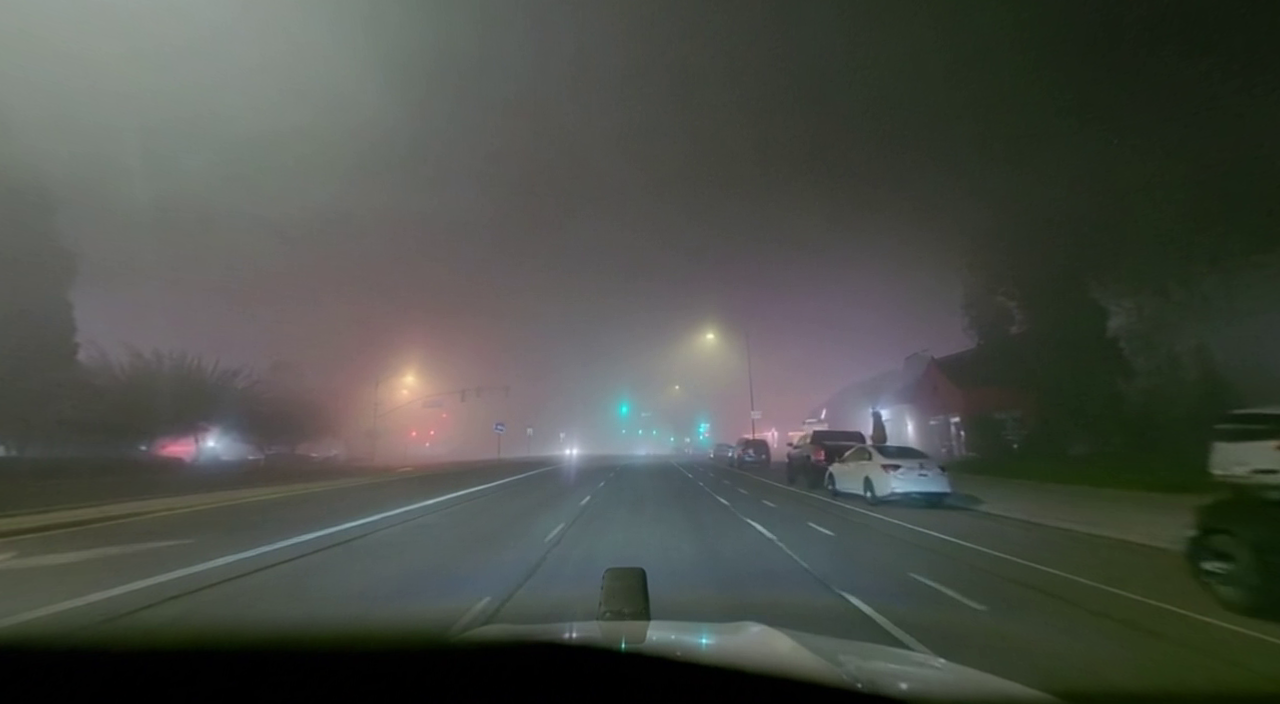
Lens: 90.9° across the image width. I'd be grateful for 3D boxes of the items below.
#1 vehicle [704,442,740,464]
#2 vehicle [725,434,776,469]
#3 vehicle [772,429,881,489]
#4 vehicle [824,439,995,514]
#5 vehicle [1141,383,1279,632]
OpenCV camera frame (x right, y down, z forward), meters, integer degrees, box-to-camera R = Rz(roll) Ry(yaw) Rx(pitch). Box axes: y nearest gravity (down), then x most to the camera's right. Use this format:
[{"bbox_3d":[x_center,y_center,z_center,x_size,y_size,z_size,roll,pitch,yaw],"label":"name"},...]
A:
[{"bbox_3d":[6.210,7.745,48.355,2.057,1.541,4.735,0,-9,-1],"label":"vehicle"},{"bbox_3d":[6.136,5.597,35.469,1.931,1.814,4.870,0,-9,0],"label":"vehicle"},{"bbox_3d":[5.972,3.510,20.920,1.965,1.705,5.114,0,-9,-1],"label":"vehicle"},{"bbox_3d":[6.020,2.828,14.851,1.855,1.463,4.729,0,-9,-1],"label":"vehicle"},{"bbox_3d":[5.889,0.934,3.196,2.218,1.842,5.475,0,-9,1],"label":"vehicle"}]
